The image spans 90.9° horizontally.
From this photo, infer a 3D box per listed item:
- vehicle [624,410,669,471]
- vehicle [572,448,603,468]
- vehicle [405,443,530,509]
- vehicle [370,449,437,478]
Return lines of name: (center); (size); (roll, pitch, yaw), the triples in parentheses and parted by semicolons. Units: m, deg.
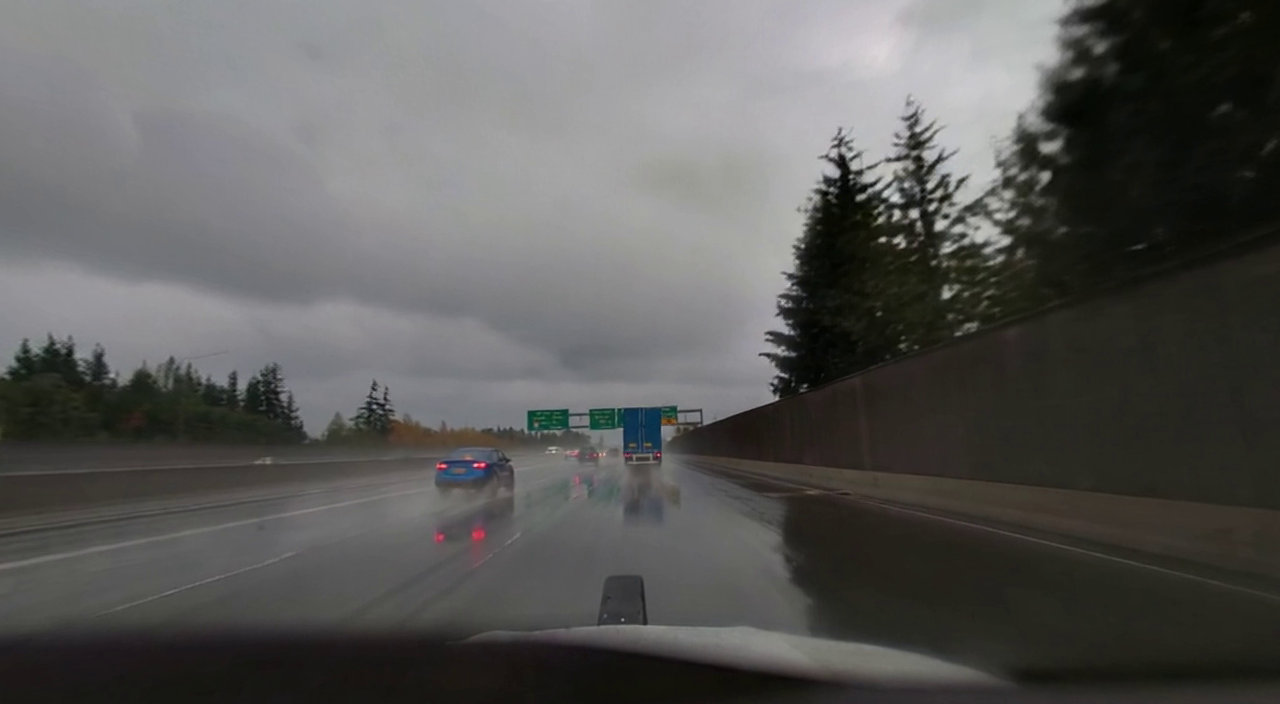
vehicle: (0.491, 6.768, 47.807); (2.980, 4.051, 10.359); (0, -9, 1)
vehicle: (-4.071, 8.235, 49.159); (1.974, 1.531, 4.429); (0, -9, 1)
vehicle: (-4.387, 3.214, 16.875); (1.977, 1.478, 4.702); (0, -9, 0)
vehicle: (-12.884, 6.071, 34.620); (1.992, 1.498, 4.289); (0, -9, 0)
